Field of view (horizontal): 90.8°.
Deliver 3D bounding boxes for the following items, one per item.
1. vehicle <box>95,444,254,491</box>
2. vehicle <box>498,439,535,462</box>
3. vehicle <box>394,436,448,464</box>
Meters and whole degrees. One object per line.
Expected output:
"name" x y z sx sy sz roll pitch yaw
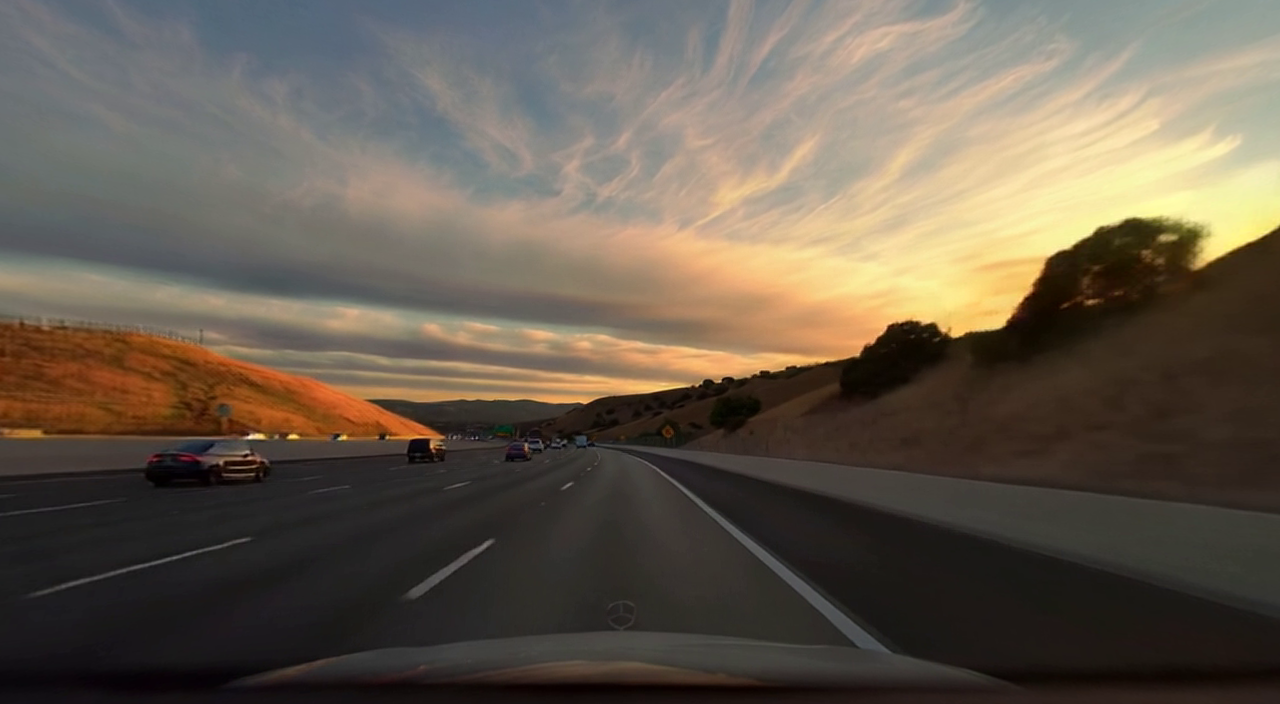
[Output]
"vehicle" -15.531 3.842 21.472 1.955 1.429 4.575 0 -8 -1
"vehicle" -9.563 7.636 49.138 2.104 1.715 4.319 0 -8 -2
"vehicle" -16.107 7.216 46.757 2.240 1.953 5.452 0 -8 -2
